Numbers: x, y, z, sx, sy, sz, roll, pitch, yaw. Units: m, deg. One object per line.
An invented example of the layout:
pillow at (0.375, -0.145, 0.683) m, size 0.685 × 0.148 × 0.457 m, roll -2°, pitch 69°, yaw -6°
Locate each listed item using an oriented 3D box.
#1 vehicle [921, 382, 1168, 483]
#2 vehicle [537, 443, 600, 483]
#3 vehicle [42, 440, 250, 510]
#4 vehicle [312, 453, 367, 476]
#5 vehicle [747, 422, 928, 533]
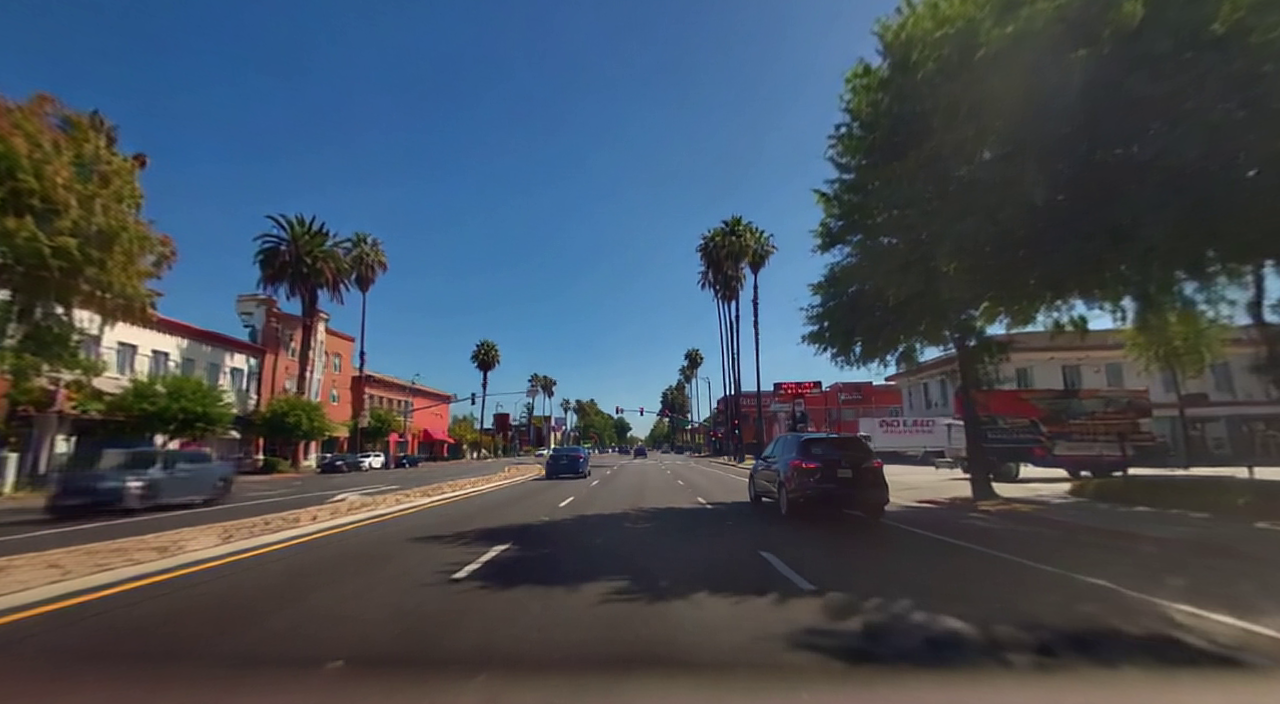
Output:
vehicle at (14.640, 2.979, 23.263) m, size 7.195 × 3.468 × 2.597 m, roll 0°, pitch -9°, yaw -3°
vehicle at (-2.800, 4.436, 25.511) m, size 2.034 × 1.498 × 3.995 m, roll 0°, pitch -9°, yaw 0°
vehicle at (-14.649, 3.635, 19.262) m, size 2.227 × 1.768 × 5.034 m, roll -1°, pitch -9°, yaw 1°
vehicle at (-22.181, 8.295, 46.812) m, size 2.045 × 1.536 × 3.911 m, roll 0°, pitch -9°, yaw 2°
vehicle at (3.451, 2.286, 12.039) m, size 1.982 × 1.711 × 4.276 m, roll 0°, pitch -9°, yaw -1°
